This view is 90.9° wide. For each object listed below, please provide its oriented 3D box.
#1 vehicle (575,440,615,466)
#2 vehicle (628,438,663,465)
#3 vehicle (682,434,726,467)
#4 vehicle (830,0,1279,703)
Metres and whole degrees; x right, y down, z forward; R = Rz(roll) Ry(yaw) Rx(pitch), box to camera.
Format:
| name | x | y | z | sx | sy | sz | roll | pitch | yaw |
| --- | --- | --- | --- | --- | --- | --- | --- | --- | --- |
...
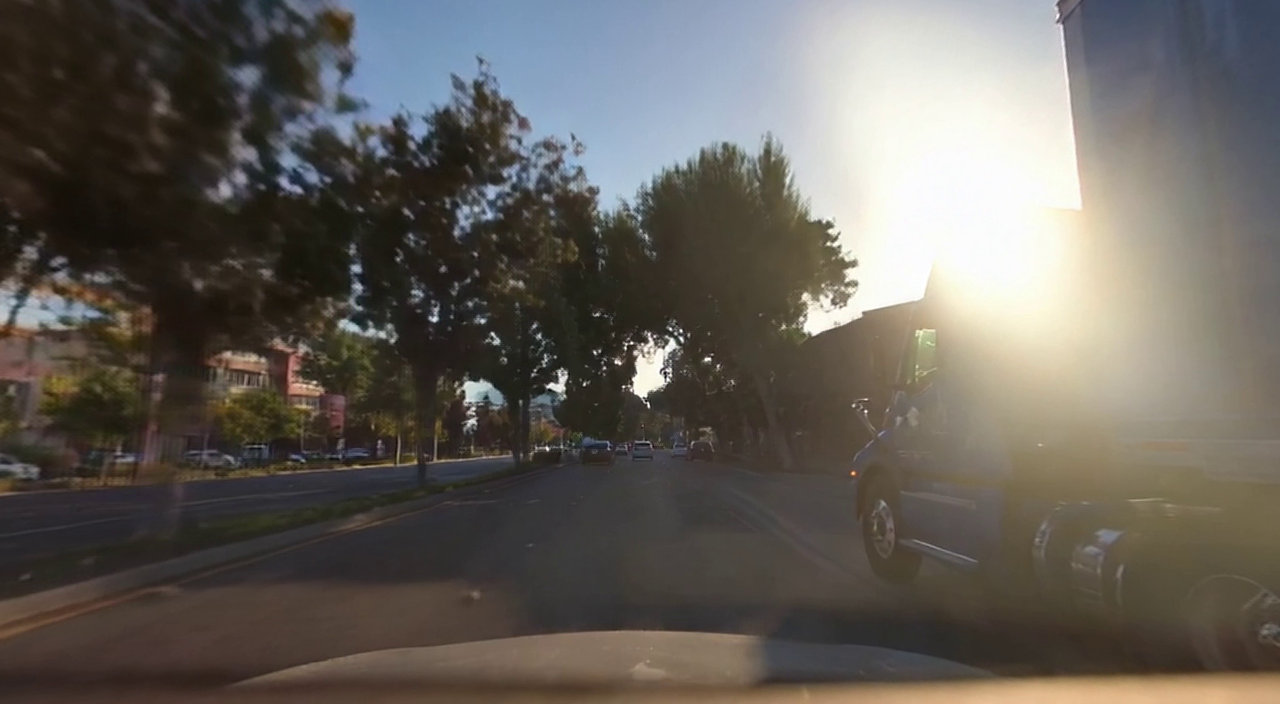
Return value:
| name | x | y | z | sx | sy | sz | roll | pitch | yaw |
| --- | --- | --- | --- | --- | --- | --- | --- | --- | --- |
| vehicle | -2.893 | 6.606 | 41.376 | 2.211 | 1.537 | 4.666 | 0 | -8 | 1 |
| vehicle | 0.362 | 6.755 | 42.873 | 2.276 | 1.704 | 3.925 | 0 | -8 | 1 |
| vehicle | 3.908 | 6.125 | 39.337 | 2.196 | 1.908 | 4.412 | 0 | -8 | -1 |
| vehicle | 3.651 | -0.198 | 3.017 | 3.006 | 3.679 | 8.506 | 0 | -8 | 2 |
